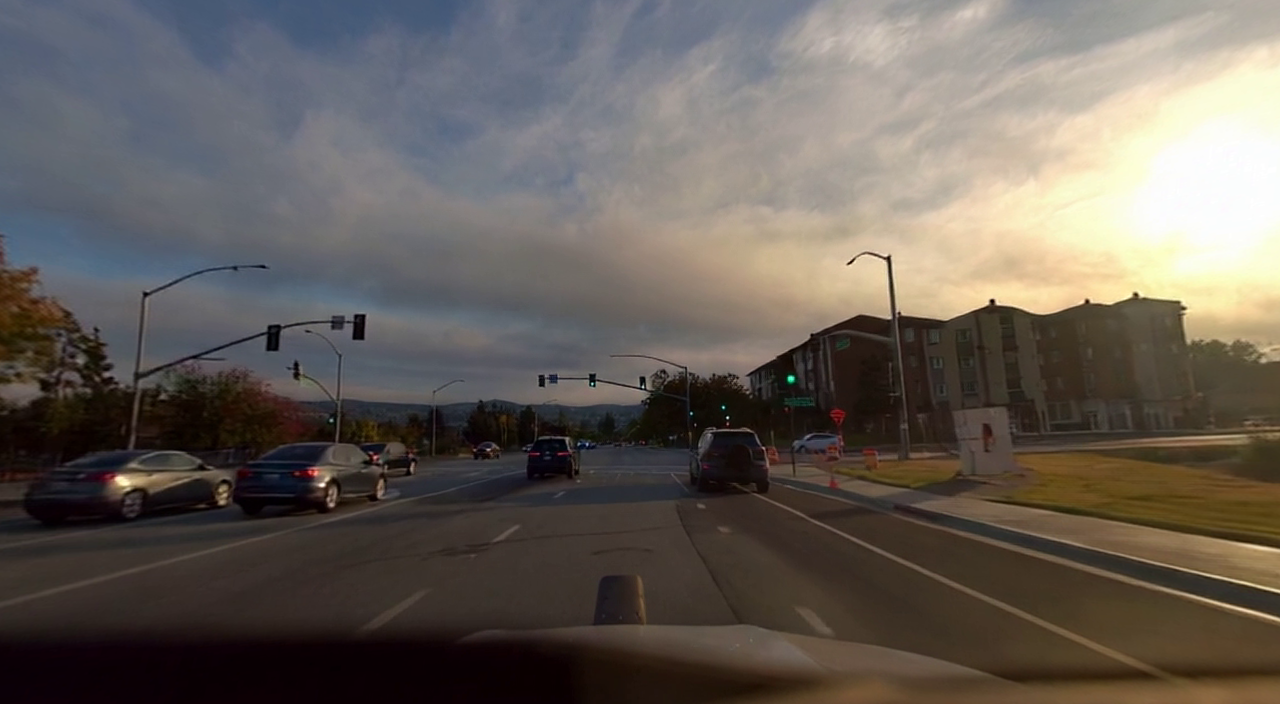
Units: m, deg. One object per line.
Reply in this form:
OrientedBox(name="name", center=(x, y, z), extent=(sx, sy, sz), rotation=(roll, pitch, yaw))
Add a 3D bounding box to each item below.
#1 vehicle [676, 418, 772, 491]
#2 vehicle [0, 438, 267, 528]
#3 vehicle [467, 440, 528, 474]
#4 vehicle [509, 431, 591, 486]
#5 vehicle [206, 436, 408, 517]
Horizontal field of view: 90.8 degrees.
OrientedBox(name="vehicle", center=(2.278, 2.959, 18.431), extent=(2.197, 1.835, 4.316), rotation=(0, -9, 0))
OrientedBox(name="vehicle", center=(-9.898, 2.531, 12.865), extent=(1.874, 1.492, 4.475), rotation=(0, -9, 0))
OrientedBox(name="vehicle", center=(-6.704, 4.959, 30.099), extent=(1.993, 1.492, 3.666), rotation=(0, -9, 0))
OrientedBox(name="vehicle", center=(-2.895, 3.532, 21.242), extent=(2.121, 1.654, 3.993), rotation=(0, -8, 1))
OrientedBox(name="vehicle", center=(-7.068, 2.672, 14.123), extent=(1.928, 1.488, 4.635), rotation=(0, -8, 1))
